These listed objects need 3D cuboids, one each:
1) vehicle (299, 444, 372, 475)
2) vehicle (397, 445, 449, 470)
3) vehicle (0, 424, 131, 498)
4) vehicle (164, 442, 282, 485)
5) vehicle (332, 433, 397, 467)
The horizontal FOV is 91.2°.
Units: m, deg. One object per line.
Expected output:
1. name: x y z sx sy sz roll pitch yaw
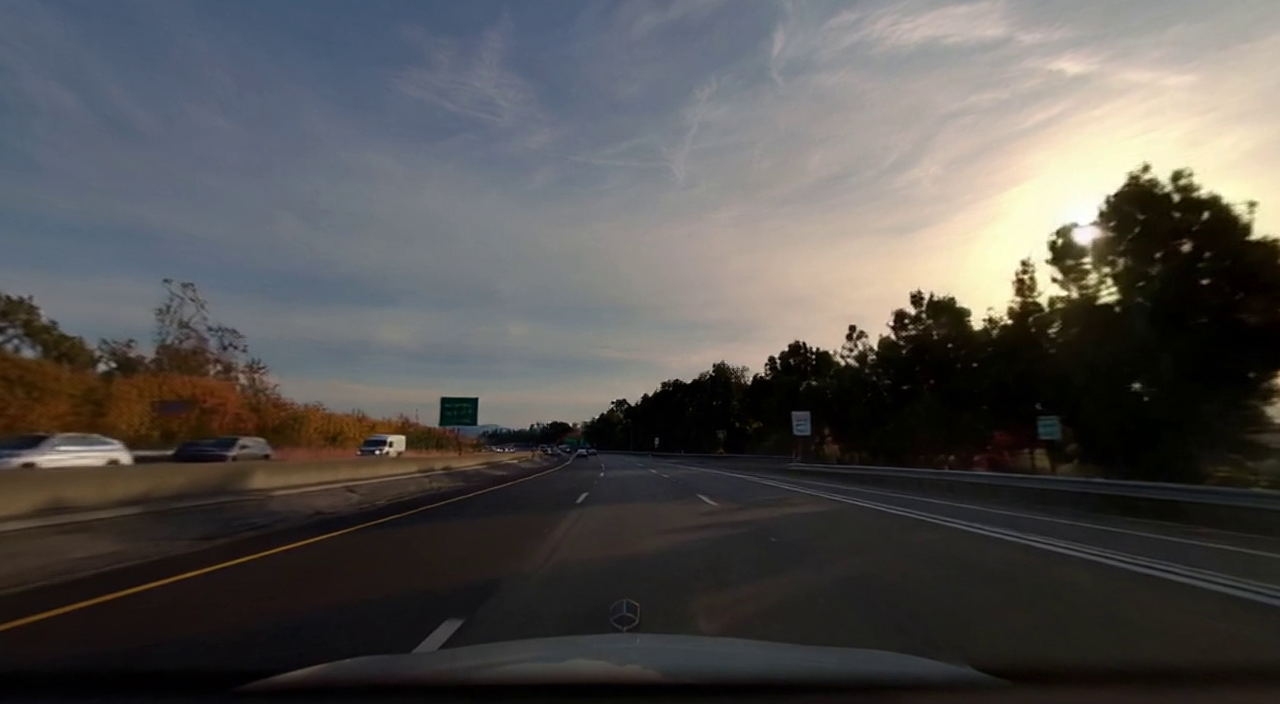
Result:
1. vehicle: -15.678 5.538 32.514 1.791 1.478 4.072 0 -9 -1
2. vehicle: -13.770 6.700 40.019 1.822 1.492 4.026 0 -9 1
3. vehicle: -14.622 2.495 14.462 1.906 1.558 4.561 0 -9 -1
4. vehicle: -15.315 4.091 23.302 1.750 1.437 3.997 0 -9 -3
5. vehicle: -20.583 7.375 47.179 2.300 2.303 6.068 0 -9 -2
